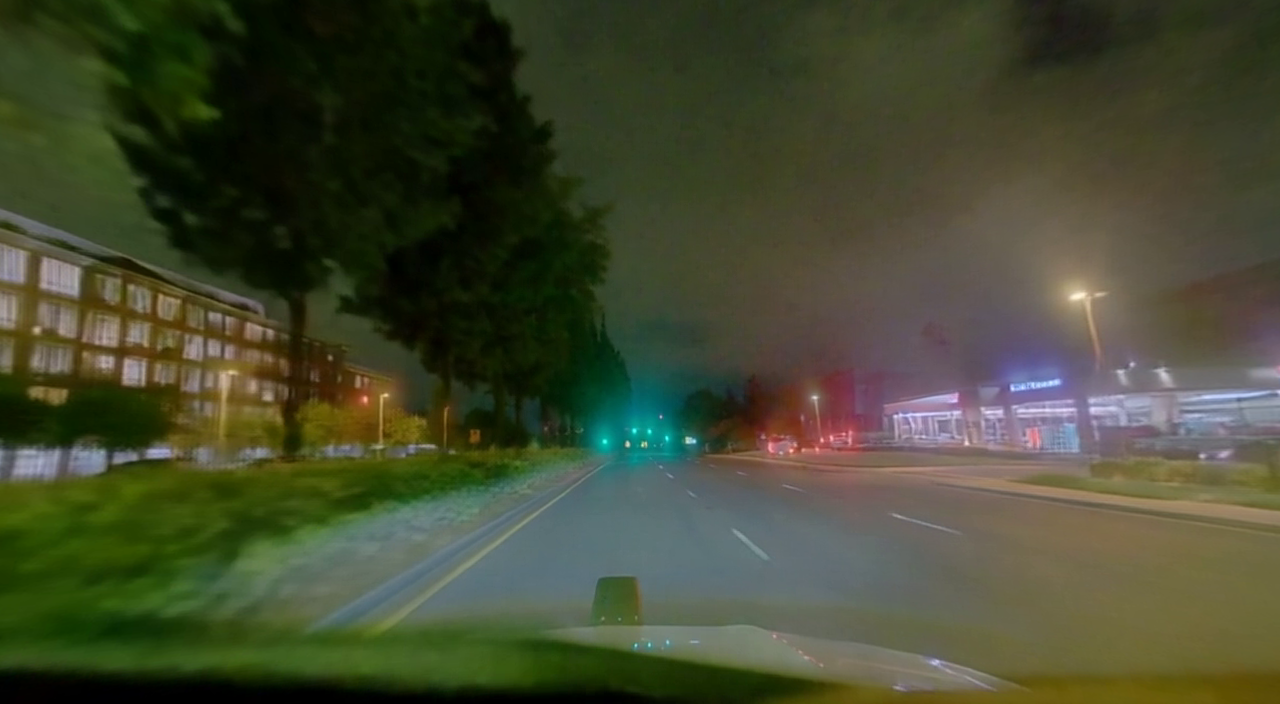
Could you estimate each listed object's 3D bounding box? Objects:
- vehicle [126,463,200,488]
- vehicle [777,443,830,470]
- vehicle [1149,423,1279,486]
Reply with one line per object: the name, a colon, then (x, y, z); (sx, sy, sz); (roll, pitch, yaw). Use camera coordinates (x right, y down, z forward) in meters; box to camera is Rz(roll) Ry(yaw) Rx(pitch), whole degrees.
vehicle: (-30.646, 7.948, 40.509); (3.440, 1.394, 1.613); (-1, -7, -1)
vehicle: (10.079, 6.452, 39.130); (2.013, 1.551, 4.460); (0, -8, -1)
vehicle: (19.199, 3.090, 19.358); (2.179, 1.767, 5.837); (-2, -8, 0)
